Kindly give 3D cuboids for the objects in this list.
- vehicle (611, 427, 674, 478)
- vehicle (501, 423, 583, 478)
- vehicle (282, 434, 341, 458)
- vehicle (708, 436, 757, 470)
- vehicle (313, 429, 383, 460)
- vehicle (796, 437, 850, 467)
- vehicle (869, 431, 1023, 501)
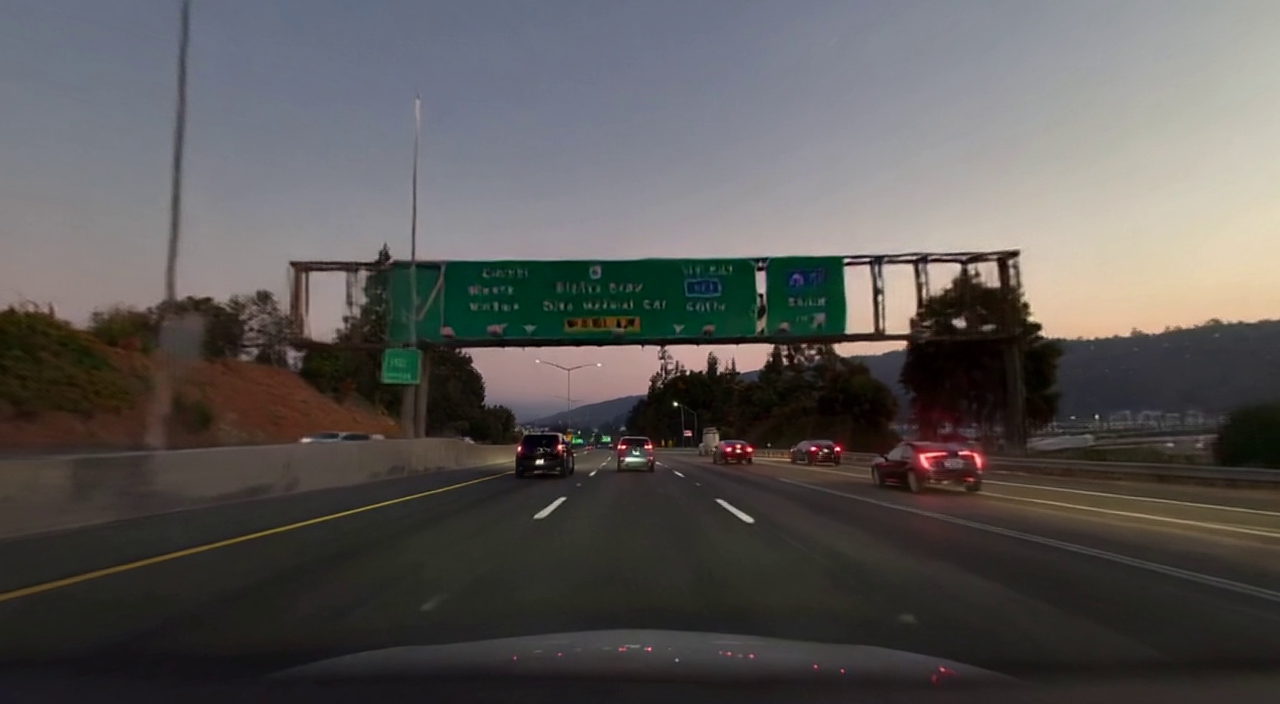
[{"bbox_3d":[0.086,3.760,23.752,2.181,1.728,3.970,0,-9,0],"label":"vehicle"},{"bbox_3d":[-3.448,3.622,23.272,2.199,1.777,4.790,0,-9,1],"label":"vehicle"},{"bbox_3d":[-24.220,6.931,46.586,1.939,1.654,4.333,0,-9,1],"label":"vehicle"},{"bbox_3d":[4.897,5.448,33.979,2.022,1.682,4.226,0,-9,0],"label":"vehicle"},{"bbox_3d":[-18.166,5.781,39.413,2.029,1.791,4.668,0,-9,2],"label":"vehicle"},{"bbox_3d":[11.392,6.277,39.540,2.010,1.765,4.375,0,-9,-1],"label":"vehicle"},{"bbox_3d":[7.736,2.907,16.429,1.989,1.569,3.964,0,-9,0],"label":"vehicle"}]
